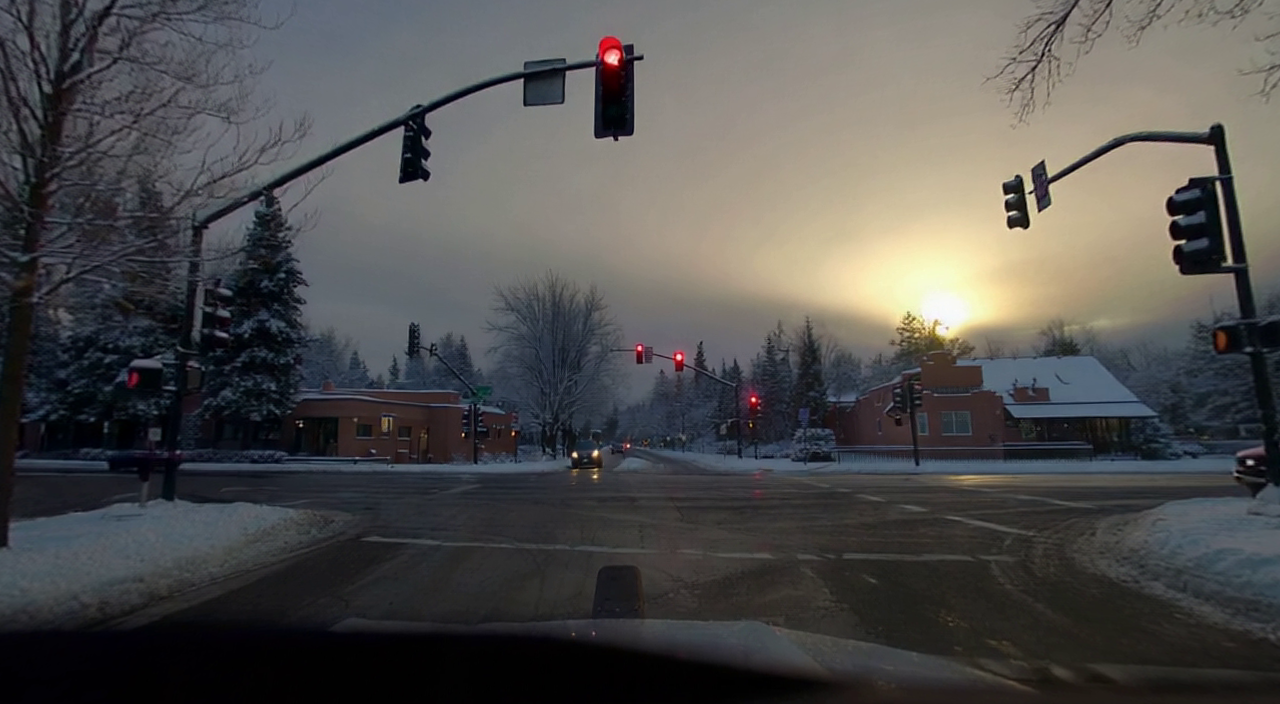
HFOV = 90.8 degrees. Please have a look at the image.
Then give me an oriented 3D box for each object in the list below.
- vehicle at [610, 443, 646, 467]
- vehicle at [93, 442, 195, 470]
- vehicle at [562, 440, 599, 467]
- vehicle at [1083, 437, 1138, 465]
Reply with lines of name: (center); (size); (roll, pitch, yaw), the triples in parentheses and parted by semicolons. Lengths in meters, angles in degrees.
vehicle: (-0.867, 6.846, 42.099); (2.056, 1.492, 3.937); (1, -9, -6)
vehicle: (-27.760, 5.828, 35.410); (4.588, 1.484, 2.000); (-3, -9, 15)
vehicle: (-4.110, 7.103, 44.264); (2.251, 1.756, 4.610); (0, -9, -1)
vehicle: (26.965, 5.655, 36.147); (2.092, 1.474, 4.046); (-8, -11, 41)
